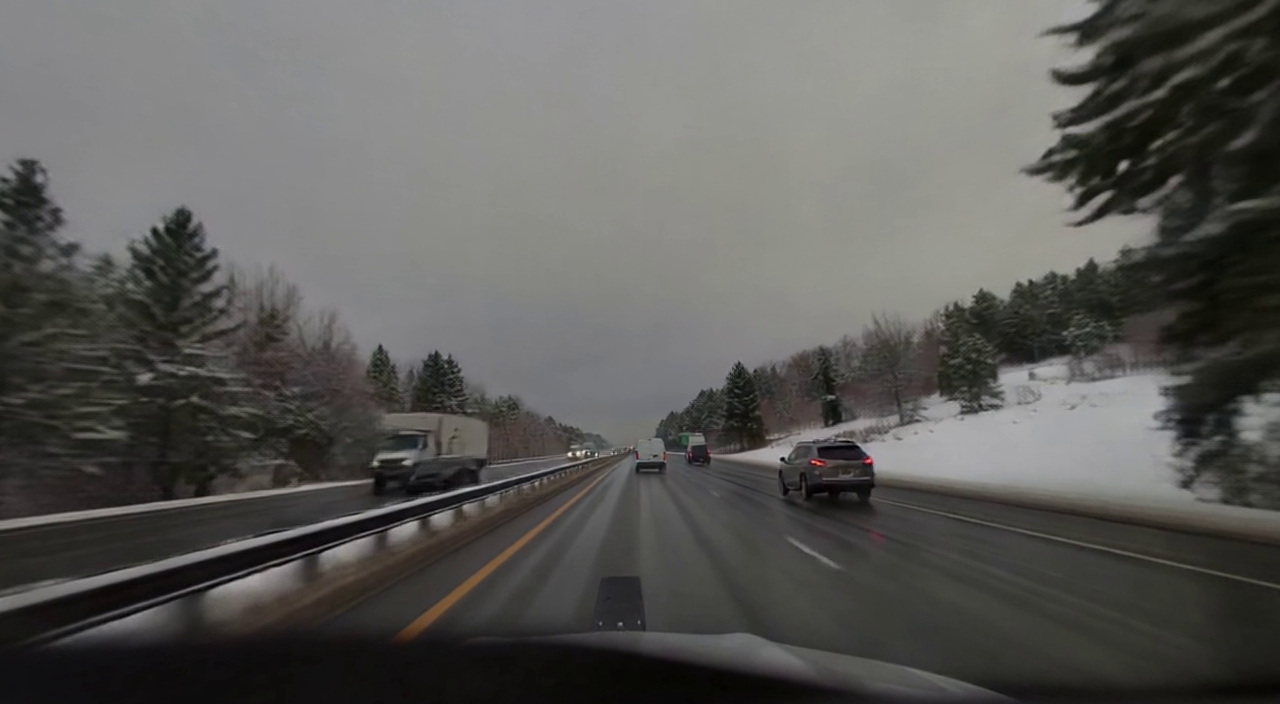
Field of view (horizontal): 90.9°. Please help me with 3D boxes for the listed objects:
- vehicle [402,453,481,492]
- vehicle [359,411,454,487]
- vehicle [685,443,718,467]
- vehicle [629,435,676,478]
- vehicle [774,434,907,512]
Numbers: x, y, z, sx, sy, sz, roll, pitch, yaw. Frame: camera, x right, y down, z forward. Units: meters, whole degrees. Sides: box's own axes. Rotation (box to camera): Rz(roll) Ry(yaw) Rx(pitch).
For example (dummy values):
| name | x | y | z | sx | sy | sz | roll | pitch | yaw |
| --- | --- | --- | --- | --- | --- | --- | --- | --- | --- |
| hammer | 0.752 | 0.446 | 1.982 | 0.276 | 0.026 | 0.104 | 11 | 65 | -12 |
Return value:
| name | x | y | z | sx | sy | sz | roll | pitch | yaw |
| --- | --- | --- | --- | --- | --- | --- | --- | --- | --- |
| vehicle | -8.440 | 5.146 | 27.208 | 1.907 | 1.491 | 4.426 | 0 | -9 | 1 |
| vehicle | -13.107 | 5.501 | 35.979 | 2.962 | 3.957 | 5.870 | 0 | -9 | 1 |
| vehicle | 4.493 | 7.643 | 46.837 | 1.961 | 1.689 | 3.971 | 0 | -9 | -1 |
| vehicle | 0.581 | 5.053 | 30.733 | 2.143 | 1.925 | 4.101 | 0 | -9 | 0 |
| vehicle | 4.506 | 2.756 | 14.756 | 1.868 | 1.566 | 3.509 | 0 | -9 | -1 |
